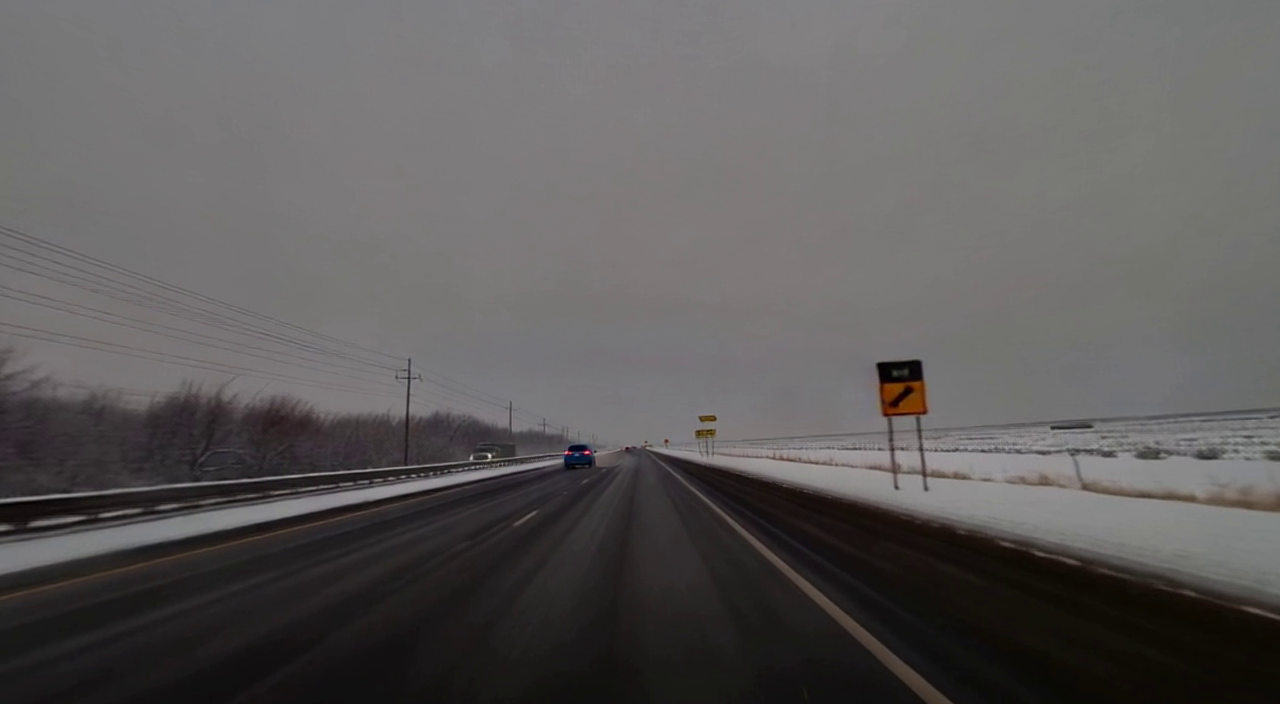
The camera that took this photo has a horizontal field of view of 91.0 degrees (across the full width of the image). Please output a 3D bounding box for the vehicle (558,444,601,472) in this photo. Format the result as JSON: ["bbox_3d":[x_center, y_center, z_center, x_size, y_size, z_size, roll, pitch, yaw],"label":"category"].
[{"bbox_3d":[-3.586,6.389,38.098,2.106,1.543,4.465,0,-9,1],"label":"vehicle"}]
